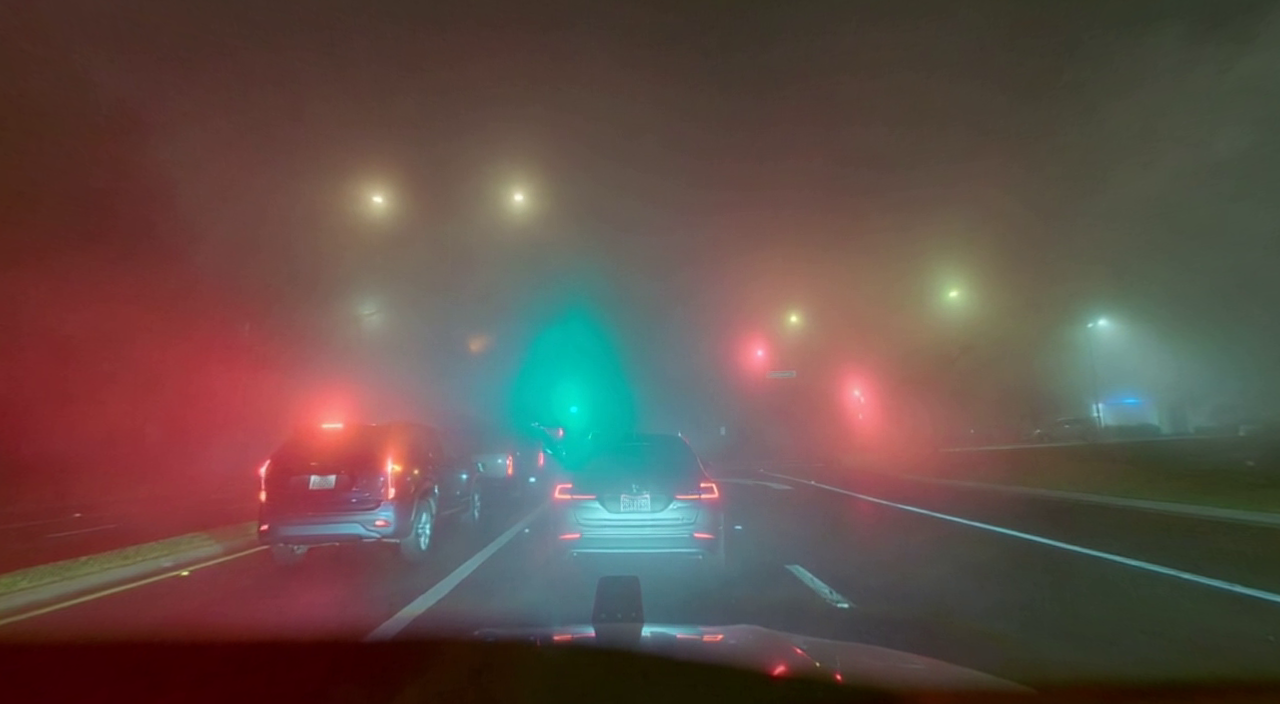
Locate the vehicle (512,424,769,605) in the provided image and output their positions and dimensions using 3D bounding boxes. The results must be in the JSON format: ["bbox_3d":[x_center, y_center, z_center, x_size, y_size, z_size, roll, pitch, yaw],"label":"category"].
[{"bbox_3d":[-0.052,1.646,7.305,2.126,1.475,3.967,0,-8,-2],"label":"vehicle"}]

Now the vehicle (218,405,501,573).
[{"bbox_3d":[-3.427,1.755,8.835,2.046,1.751,4.208,0,-8,-1],"label":"vehicle"}]
